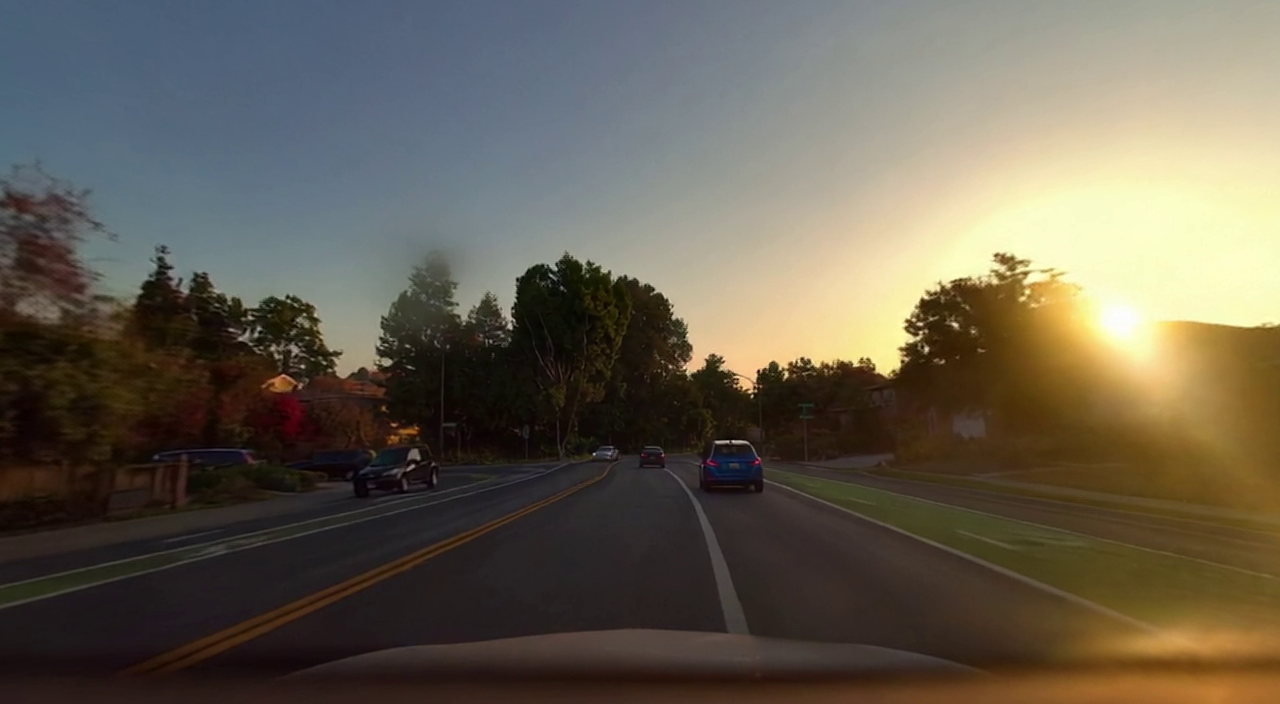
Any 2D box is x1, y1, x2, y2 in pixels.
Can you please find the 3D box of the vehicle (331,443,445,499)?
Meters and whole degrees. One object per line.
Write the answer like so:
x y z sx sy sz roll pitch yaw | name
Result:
-9.023 4.258 23.091 2.188 1.813 4.478 0 -9 2 | vehicle

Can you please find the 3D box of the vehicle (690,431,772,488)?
3.017 3.686 22.006 2.200 1.763 4.676 0 -9 1 | vehicle

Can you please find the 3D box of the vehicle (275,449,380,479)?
-16.391 5.880 33.279 4.514 1.523 1.860 0 -9 2 | vehicle

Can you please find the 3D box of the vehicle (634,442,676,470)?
0.772 5.816 35.408 2.196 1.449 4.006 0 -9 -1 | vehicle
